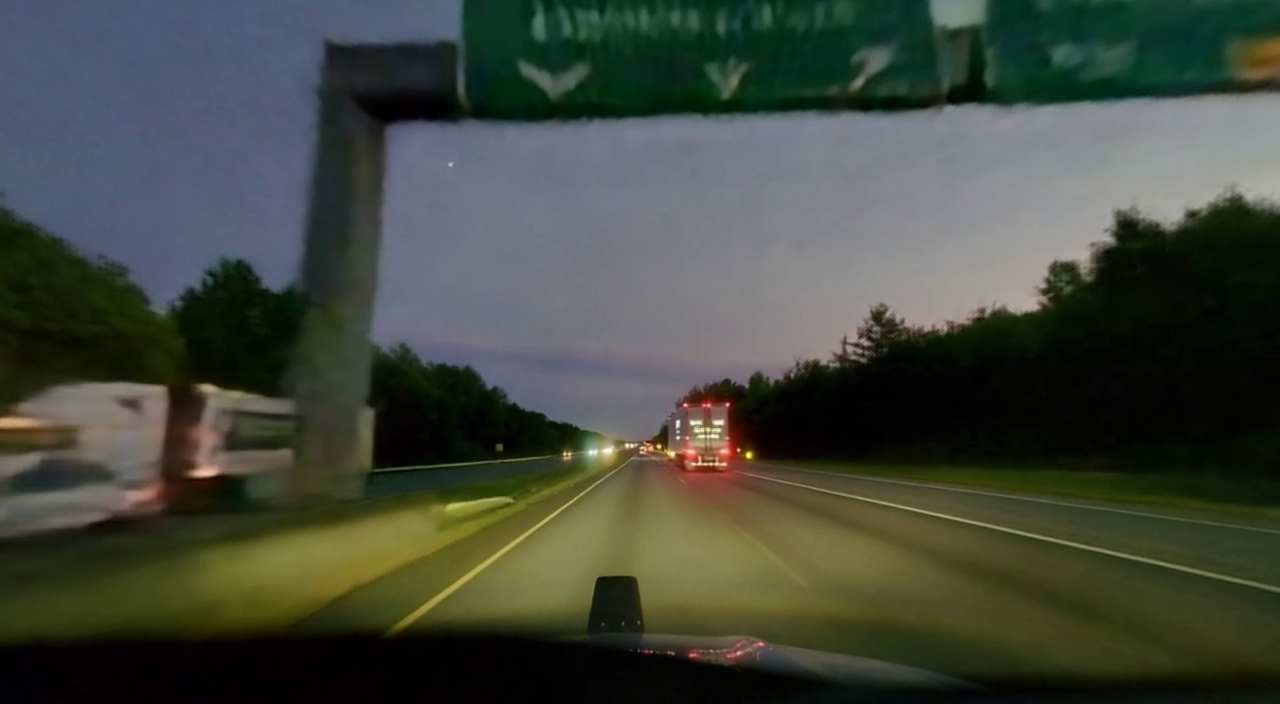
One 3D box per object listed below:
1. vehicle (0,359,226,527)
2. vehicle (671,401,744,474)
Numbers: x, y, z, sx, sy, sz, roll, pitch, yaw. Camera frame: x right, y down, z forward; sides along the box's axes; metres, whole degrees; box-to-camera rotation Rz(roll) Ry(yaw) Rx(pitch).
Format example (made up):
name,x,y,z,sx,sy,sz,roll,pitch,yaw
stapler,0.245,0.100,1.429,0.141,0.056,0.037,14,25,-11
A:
name,x,y,z,sx,sy,sz,roll,pitch,yaw
vehicle,-15.421,2.567,17.831,3.090,3.886,6.253,0,-9,-1
vehicle,3.893,5.604,40.337,2.955,3.825,14.115,0,-9,-1
